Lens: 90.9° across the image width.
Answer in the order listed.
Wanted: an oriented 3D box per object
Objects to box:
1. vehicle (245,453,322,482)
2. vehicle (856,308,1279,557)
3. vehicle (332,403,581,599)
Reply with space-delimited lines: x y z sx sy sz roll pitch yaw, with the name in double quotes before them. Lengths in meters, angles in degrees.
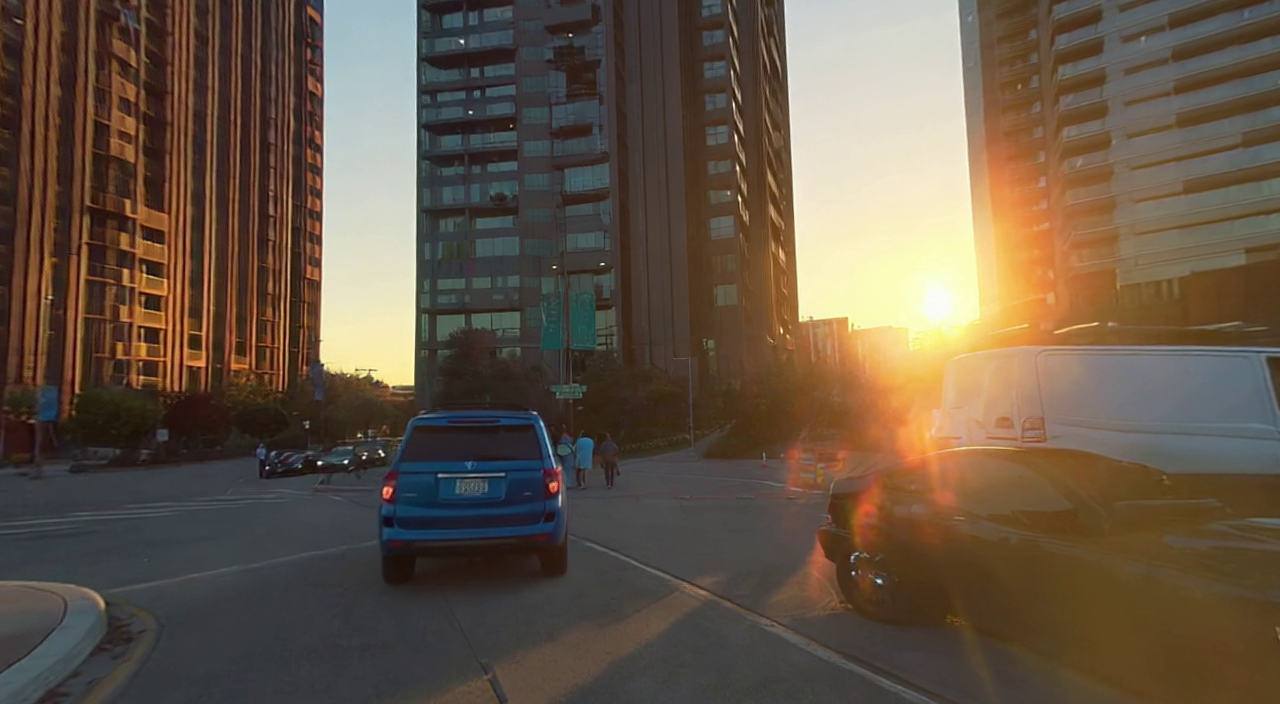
"vehicle" -19.454 6.290 34.512 3.467 1.456 1.649 4 -9 -24
"vehicle" 6.770 1.038 8.236 6.932 2.753 2.446 0 -8 1
"vehicle" -1.836 1.645 7.822 2.144 1.733 4.115 1 -8 -5
